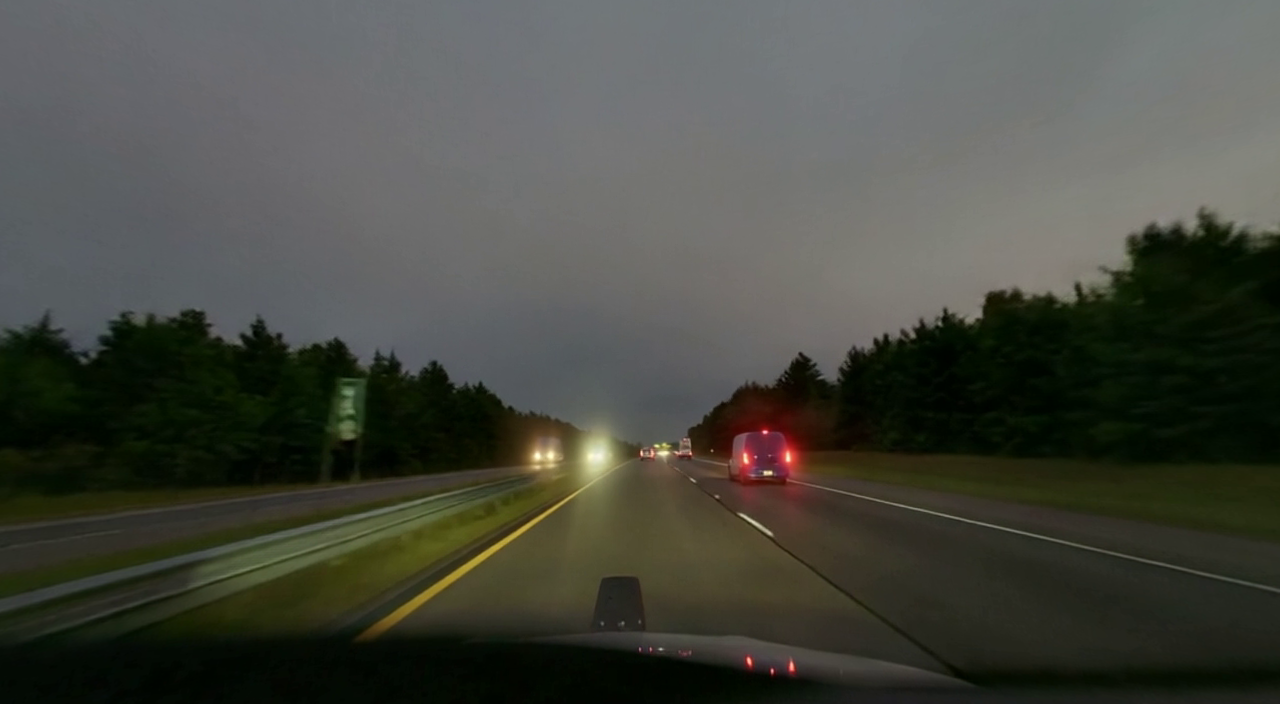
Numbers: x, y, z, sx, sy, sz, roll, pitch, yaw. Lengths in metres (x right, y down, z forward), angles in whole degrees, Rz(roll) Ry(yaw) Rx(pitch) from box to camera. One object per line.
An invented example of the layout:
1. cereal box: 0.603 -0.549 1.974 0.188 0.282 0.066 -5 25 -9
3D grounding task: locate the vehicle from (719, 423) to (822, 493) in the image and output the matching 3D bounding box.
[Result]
1. vehicle: 4.209 3.543 21.254 2.371 2.045 4.768 0 -9 -1
